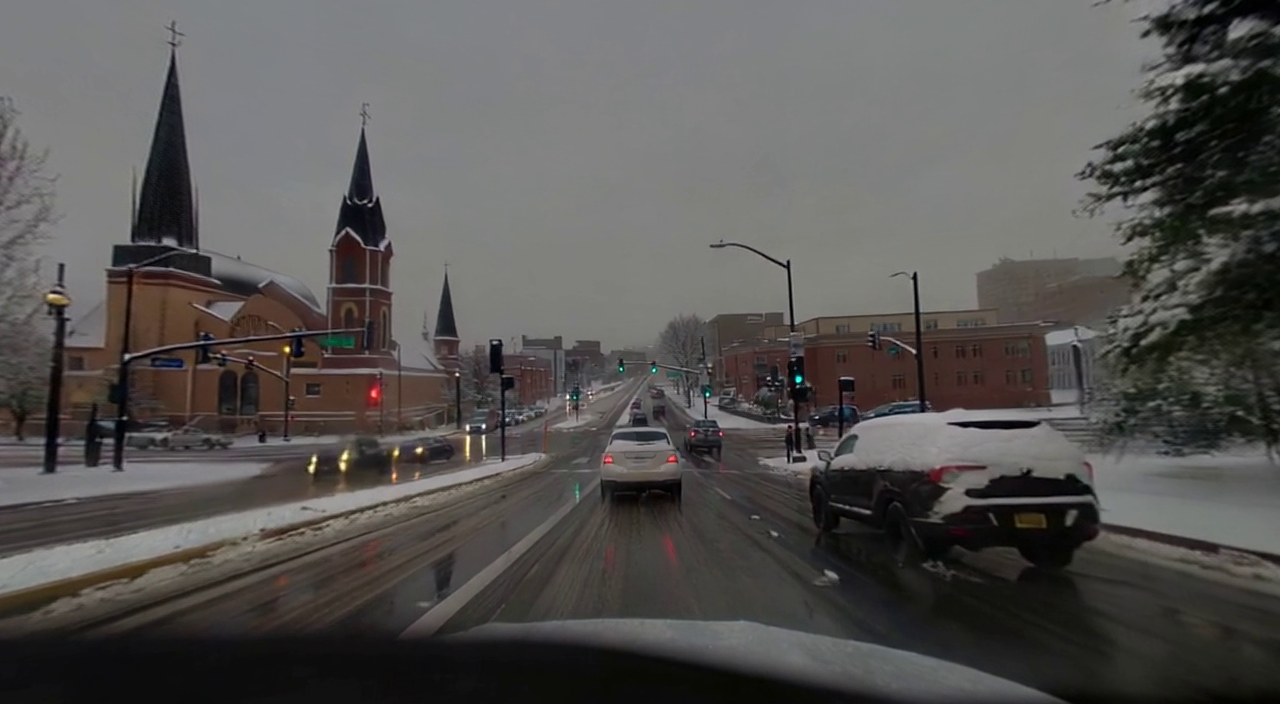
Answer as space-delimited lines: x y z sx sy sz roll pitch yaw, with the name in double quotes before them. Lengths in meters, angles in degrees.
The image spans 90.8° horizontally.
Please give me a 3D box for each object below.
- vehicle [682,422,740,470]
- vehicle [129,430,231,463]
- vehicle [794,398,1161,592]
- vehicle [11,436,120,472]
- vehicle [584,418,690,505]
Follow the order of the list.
"vehicle" 3.651 4.889 33.505 2.228 1.922 5.335 5 -4 -1
"vehicle" -29.879 6.131 41.159 4.955 1.828 2.268 -1 -3 -2
"vehicle" 3.638 1.638 8.120 2.080 1.735 4.650 0 -8 -1
"vehicle" -34.232 6.064 37.722 4.551 1.784 2.121 0 0 -1
"vehicle" 0.027 2.575 15.141 2.168 1.776 4.135 -1 -8 3
